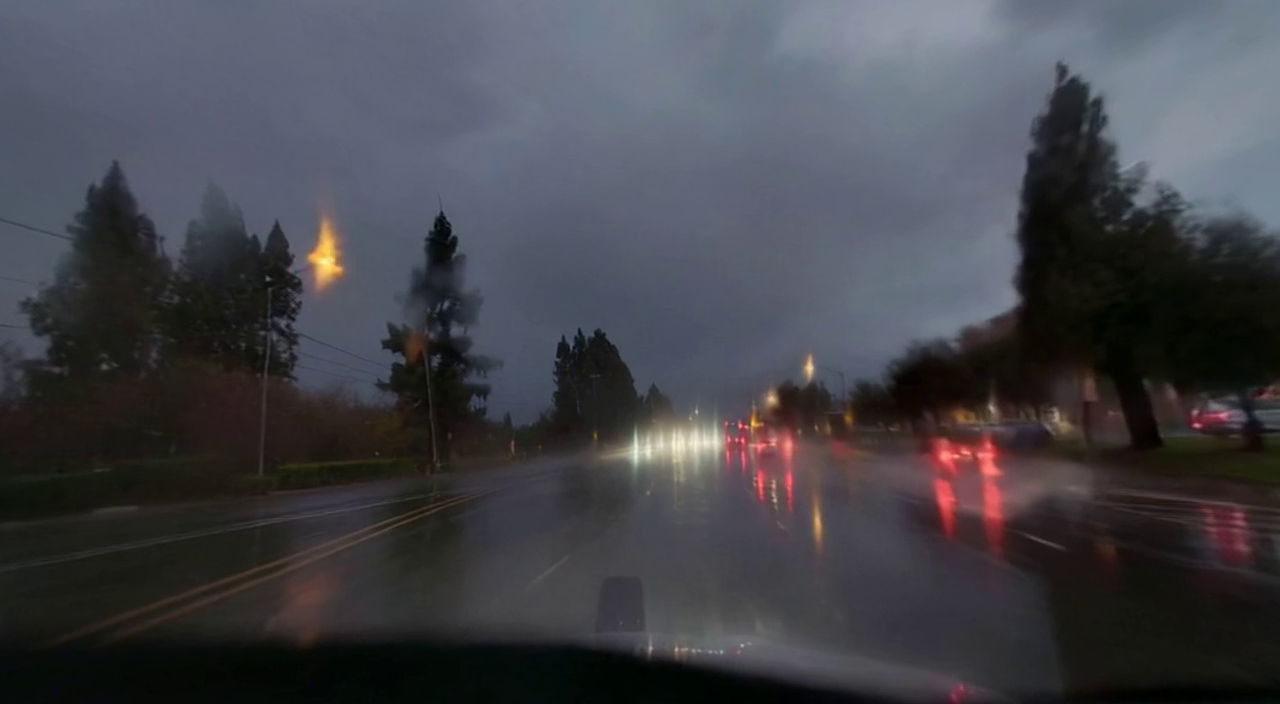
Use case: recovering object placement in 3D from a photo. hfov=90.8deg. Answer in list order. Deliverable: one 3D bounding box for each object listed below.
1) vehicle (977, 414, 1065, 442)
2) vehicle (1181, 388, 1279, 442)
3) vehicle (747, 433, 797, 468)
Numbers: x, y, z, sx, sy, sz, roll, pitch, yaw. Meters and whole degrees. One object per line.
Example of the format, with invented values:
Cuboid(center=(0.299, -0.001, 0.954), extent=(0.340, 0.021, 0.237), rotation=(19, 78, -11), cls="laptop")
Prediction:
Cuboid(center=(25.656, 5.165, 42.720), extent=(4.440, 1.725, 2.255), rotation=(-1, -9, 8), cls="vehicle")
Cuboid(center=(22.914, 2.309, 22.910), extent=(4.359, 1.849, 2.152), rotation=(-1, -9, 7), cls="vehicle")
Cuboid(center=(6.636, 5.026, 32.179), extent=(2.181, 1.639, 4.127), rotation=(-1, -9, 7), cls="vehicle")
